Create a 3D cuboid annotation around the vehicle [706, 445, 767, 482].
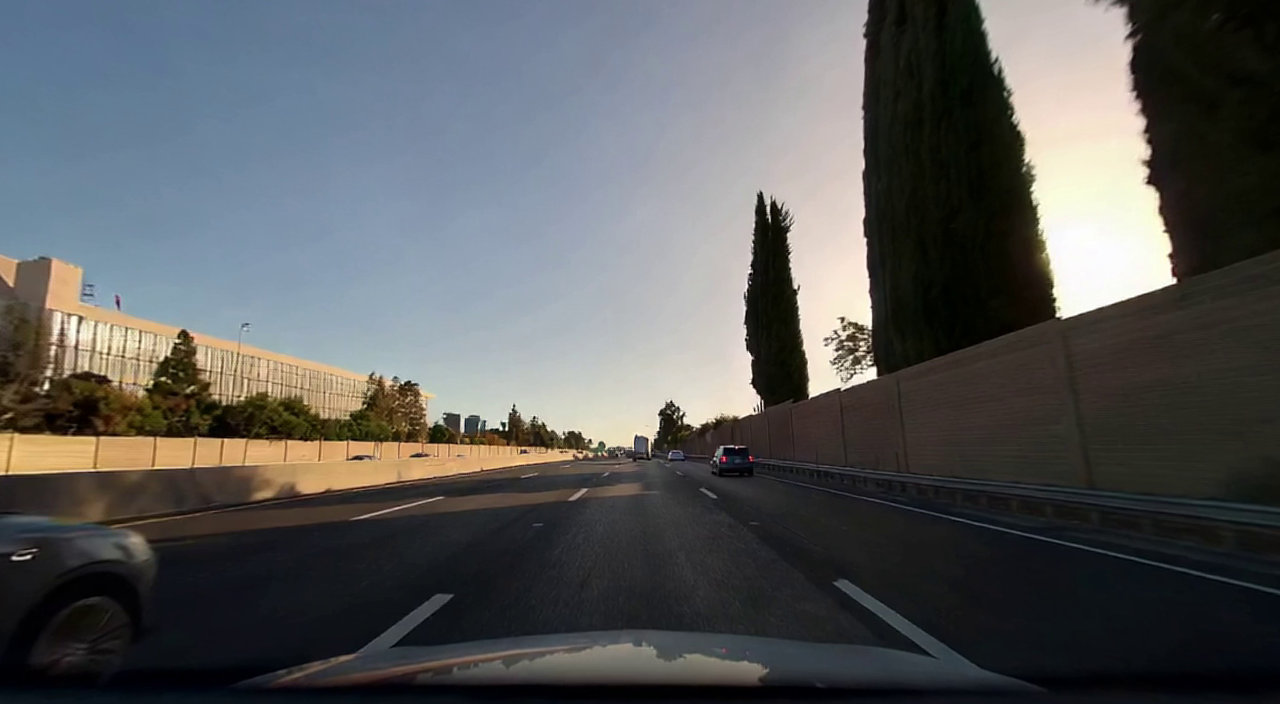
[{"bbox_3d":[4.281,5.017,28.680,1.973,1.536,4.337,0,-9,-1],"label":"vehicle"}]
